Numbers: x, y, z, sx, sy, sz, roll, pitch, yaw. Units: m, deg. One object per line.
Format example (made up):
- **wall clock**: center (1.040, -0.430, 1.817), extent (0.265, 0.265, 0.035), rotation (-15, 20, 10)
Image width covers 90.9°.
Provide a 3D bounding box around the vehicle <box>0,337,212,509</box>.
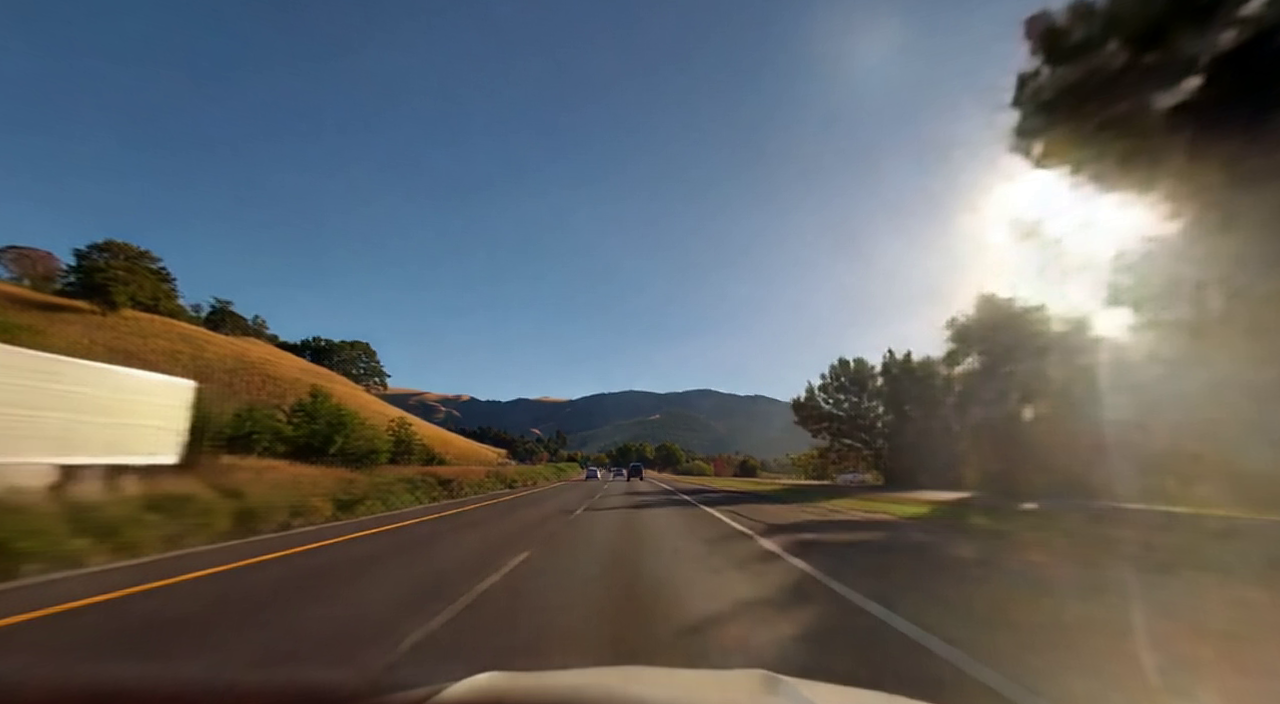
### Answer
- **vehicle**: center (-16.891, 1.755, 15.419), extent (3.181, 4.029, 14.087), rotation (1, -11, -1)
